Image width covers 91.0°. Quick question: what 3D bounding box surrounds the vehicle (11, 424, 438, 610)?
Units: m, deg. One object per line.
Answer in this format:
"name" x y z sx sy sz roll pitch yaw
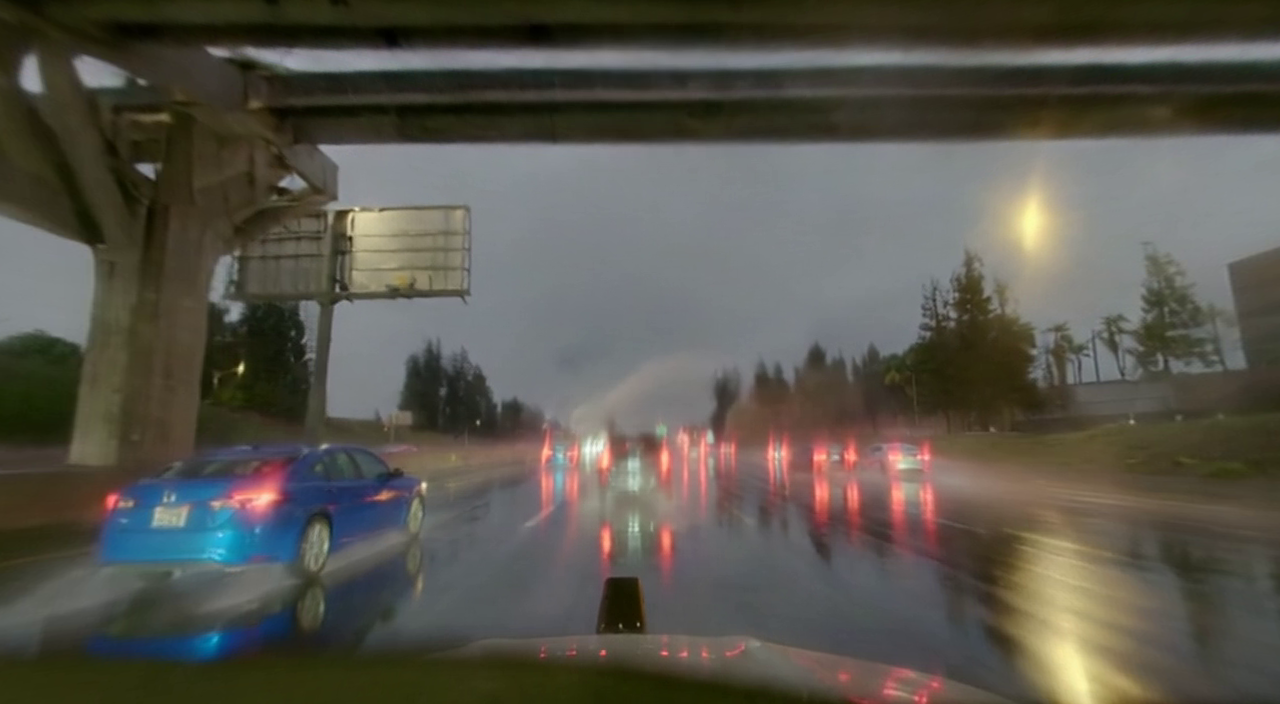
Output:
"vehicle" -4.087 1.675 7.369 1.974 1.478 4.412 0 -9 0

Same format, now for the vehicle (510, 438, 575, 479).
"vehicle" -3.953 4.391 26.162 1.947 1.516 4.295 0 -9 1

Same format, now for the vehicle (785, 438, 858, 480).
"vehicle" 7.325 4.341 25.738 1.880 1.526 3.641 0 -9 0

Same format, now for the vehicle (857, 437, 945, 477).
"vehicle" 11.504 4.661 28.129 1.992 1.625 4.359 1 -9 -1

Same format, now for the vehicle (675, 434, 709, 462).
"vehicle" 3.738 6.973 45.735 2.069 1.876 4.447 0 -9 0

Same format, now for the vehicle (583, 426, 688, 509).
"vehicle" -0.089 2.719 15.200 2.181 1.697 4.021 0 -9 0
